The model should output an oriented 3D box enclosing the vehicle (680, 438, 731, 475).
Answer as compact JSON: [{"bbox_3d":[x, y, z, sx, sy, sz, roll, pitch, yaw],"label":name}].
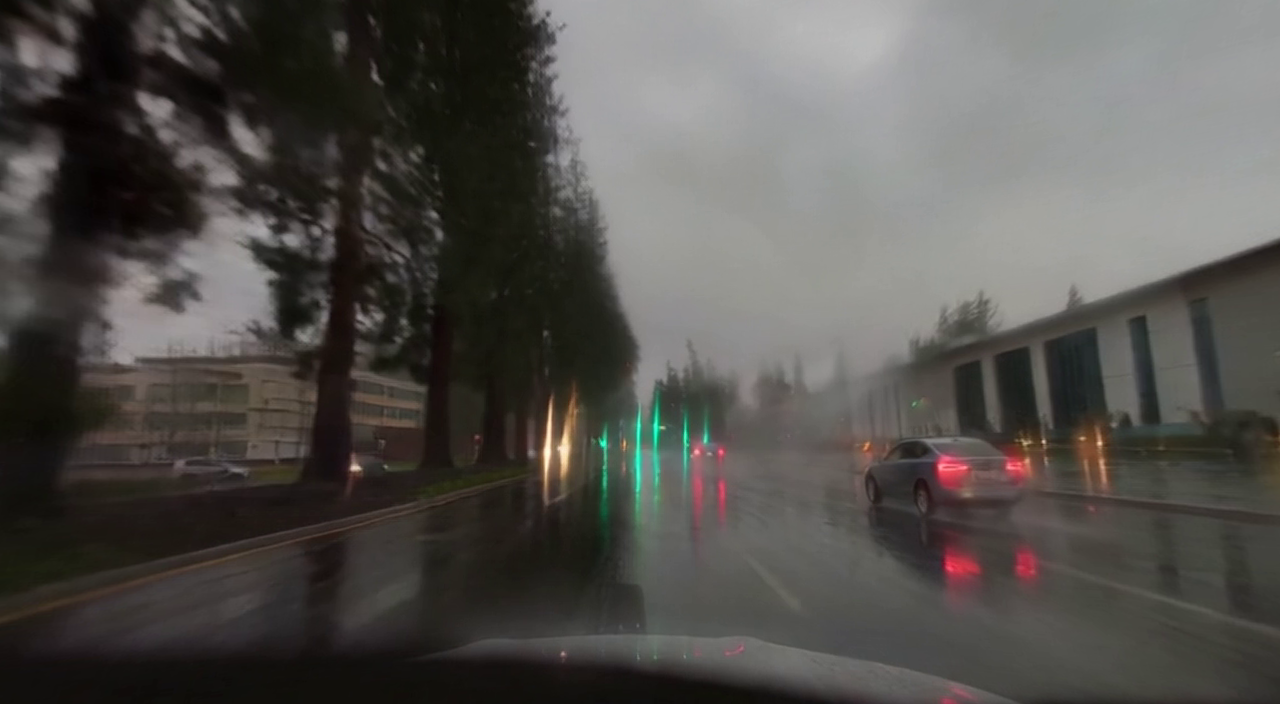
[{"bbox_3d":[3.329,5.470,33.196,2.095,1.759,4.862,0,-9,-1],"label":"vehicle"}]

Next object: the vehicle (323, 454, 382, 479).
[{"bbox_3d":[-20.612,8.230,45.584,1.950,1.604,4.756,0,-9,1],"label":"vehicle"}]

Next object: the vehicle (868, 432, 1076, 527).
[{"bbox_3d":[6.553,2.546,13.162,2.000,1.618,4.238,0,-9,0],"label":"vehicle"}]
